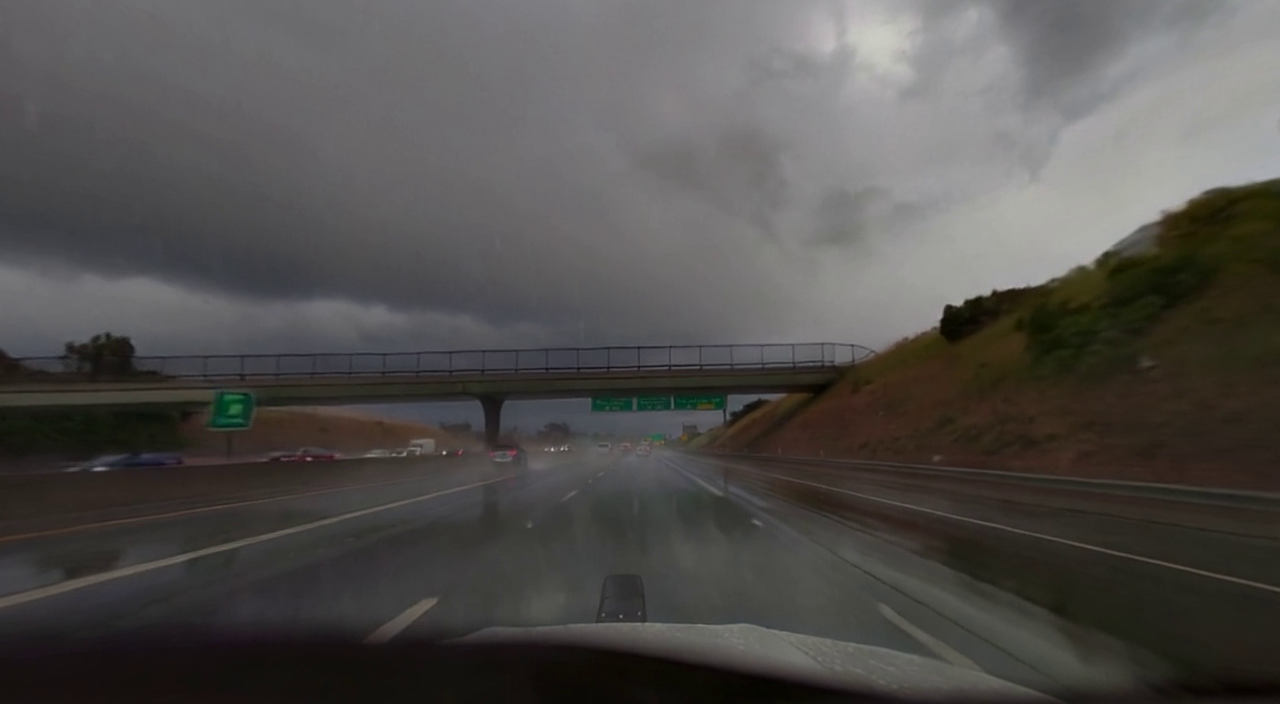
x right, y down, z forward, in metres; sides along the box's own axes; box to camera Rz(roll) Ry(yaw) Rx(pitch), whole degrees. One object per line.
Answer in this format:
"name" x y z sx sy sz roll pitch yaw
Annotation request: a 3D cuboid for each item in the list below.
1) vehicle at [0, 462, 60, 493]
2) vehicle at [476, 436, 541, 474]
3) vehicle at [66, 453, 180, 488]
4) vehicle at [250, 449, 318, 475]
"vehicle" -34.369 6.749 33.868 1.827 1.514 4.681 0 -9 0
"vehicle" -7.272 5.749 35.422 2.341 1.959 5.684 0 -9 1
"vehicle" -26.954 6.155 33.091 2.001 1.610 4.667 0 -9 0
"vehicle" -26.485 8.170 47.029 2.081 1.748 5.102 0 -9 0
